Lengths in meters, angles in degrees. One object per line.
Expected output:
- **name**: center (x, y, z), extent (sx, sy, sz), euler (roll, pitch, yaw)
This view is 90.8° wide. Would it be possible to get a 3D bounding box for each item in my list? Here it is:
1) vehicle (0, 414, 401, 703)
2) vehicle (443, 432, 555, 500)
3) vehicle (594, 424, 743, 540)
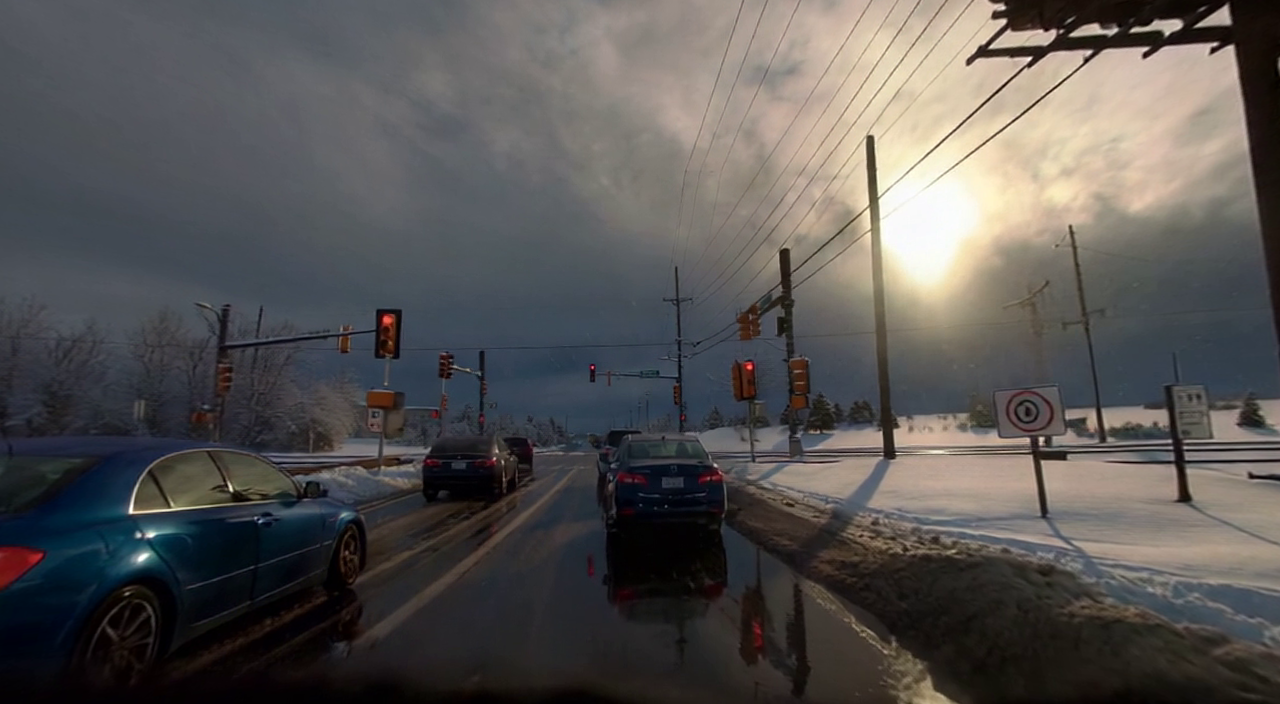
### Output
- **vehicle**: center (-3.717, 1.335, 4.930), extent (1.956, 1.468, 4.585), euler (0, -9, -1)
- **vehicle**: center (-3.421, 2.854, 16.126), extent (1.984, 1.505, 3.982), euler (0, -9, -1)
- **vehicle**: center (0.301, 2.047, 10.507), extent (1.998, 1.529, 3.960), euler (0, -9, -2)
